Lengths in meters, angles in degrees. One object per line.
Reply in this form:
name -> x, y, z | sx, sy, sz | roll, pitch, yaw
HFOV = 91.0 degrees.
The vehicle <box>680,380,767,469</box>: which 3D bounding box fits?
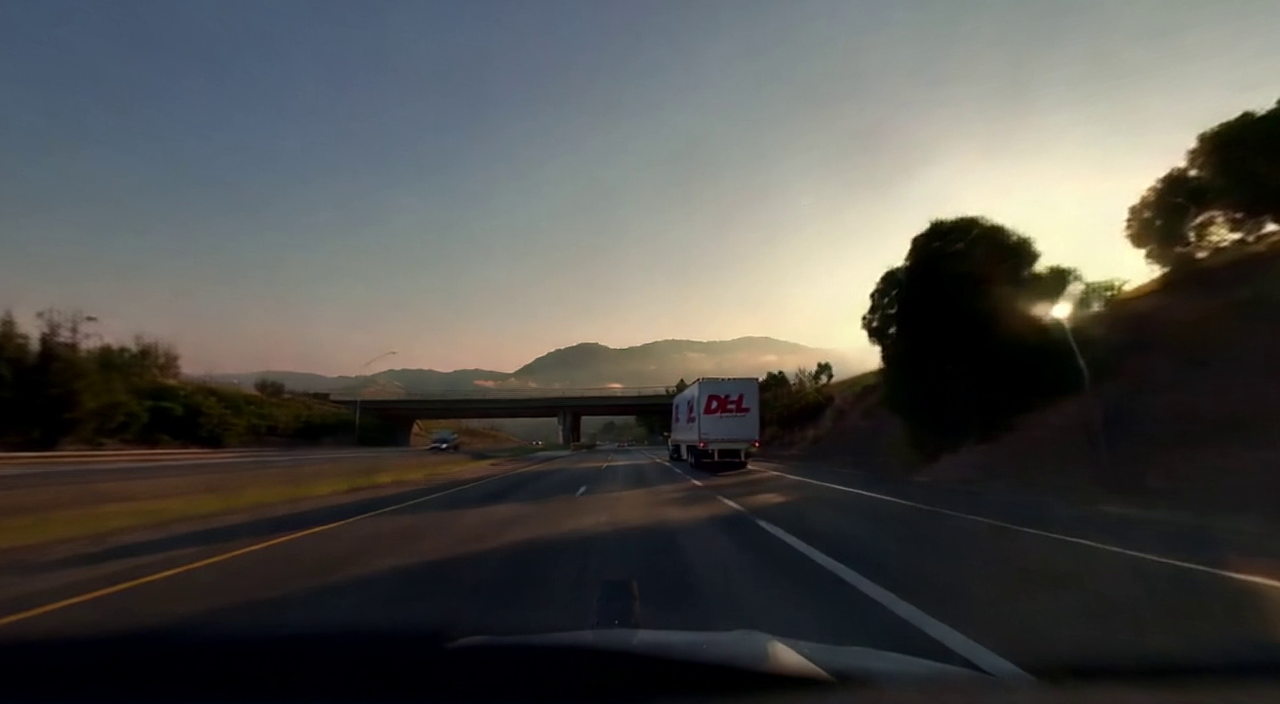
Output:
vehicle -> 3.970, 3.784, 32.020 | 2.880, 3.918, 8.254 | 0, -8, -3
